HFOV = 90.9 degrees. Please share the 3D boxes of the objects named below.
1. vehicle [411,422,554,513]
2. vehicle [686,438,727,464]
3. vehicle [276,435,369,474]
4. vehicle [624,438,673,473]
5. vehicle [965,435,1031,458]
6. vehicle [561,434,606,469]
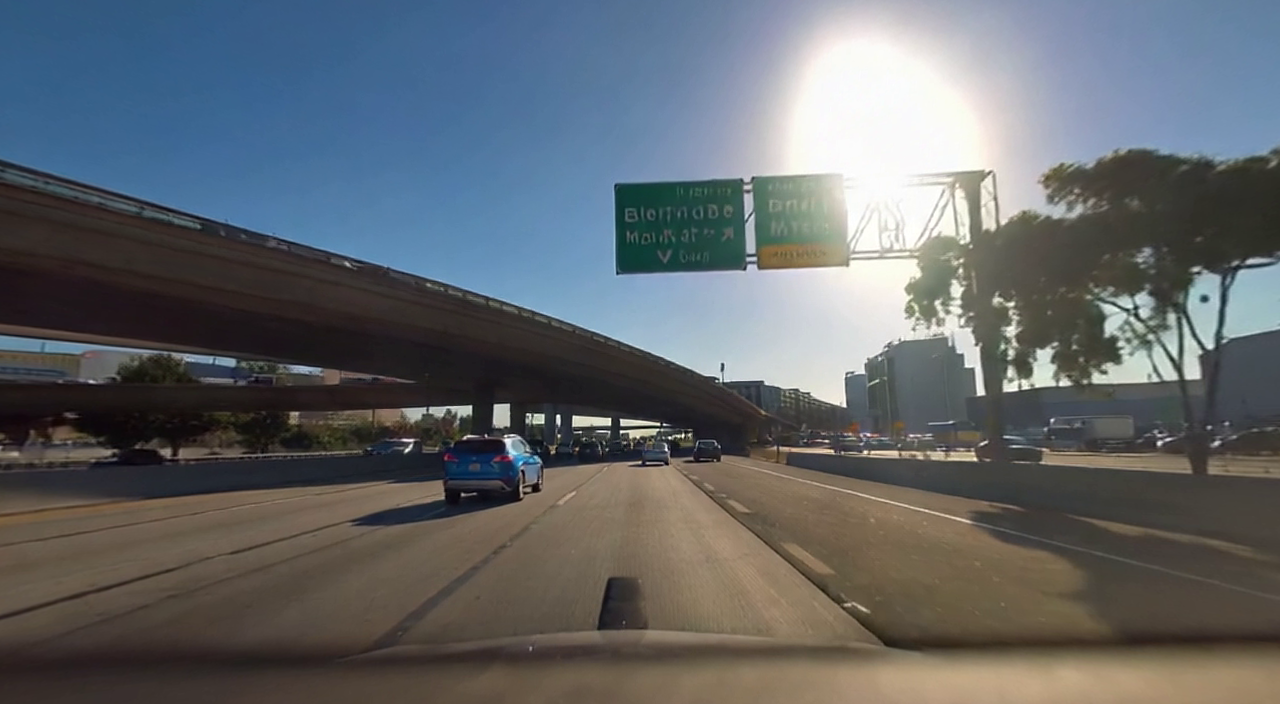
[{"bbox_3d":[-3.236,2.487,14.031,1.961,1.687,4.453,0,-8,1],"label":"vehicle"},{"bbox_3d":[4.099,6.188,39.453,1.980,1.492,4.442,0,-8,-1],"label":"vehicle"},{"bbox_3d":[-15.032,4.863,30.205,2.011,1.708,4.556,0,-8,1],"label":"vehicle"},{"bbox_3d":[0.357,4.680,28.725,2.090,1.474,3.970,0,-8,0],"label":"vehicle"},{"bbox_3d":[23.247,6.149,41.141,1.809,1.431,4.430,0,-8,1],"label":"vehicle"},{"bbox_3d":[-2.963,5.372,34.249,2.007,1.730,4.412,0,-8,0],"label":"vehicle"}]
